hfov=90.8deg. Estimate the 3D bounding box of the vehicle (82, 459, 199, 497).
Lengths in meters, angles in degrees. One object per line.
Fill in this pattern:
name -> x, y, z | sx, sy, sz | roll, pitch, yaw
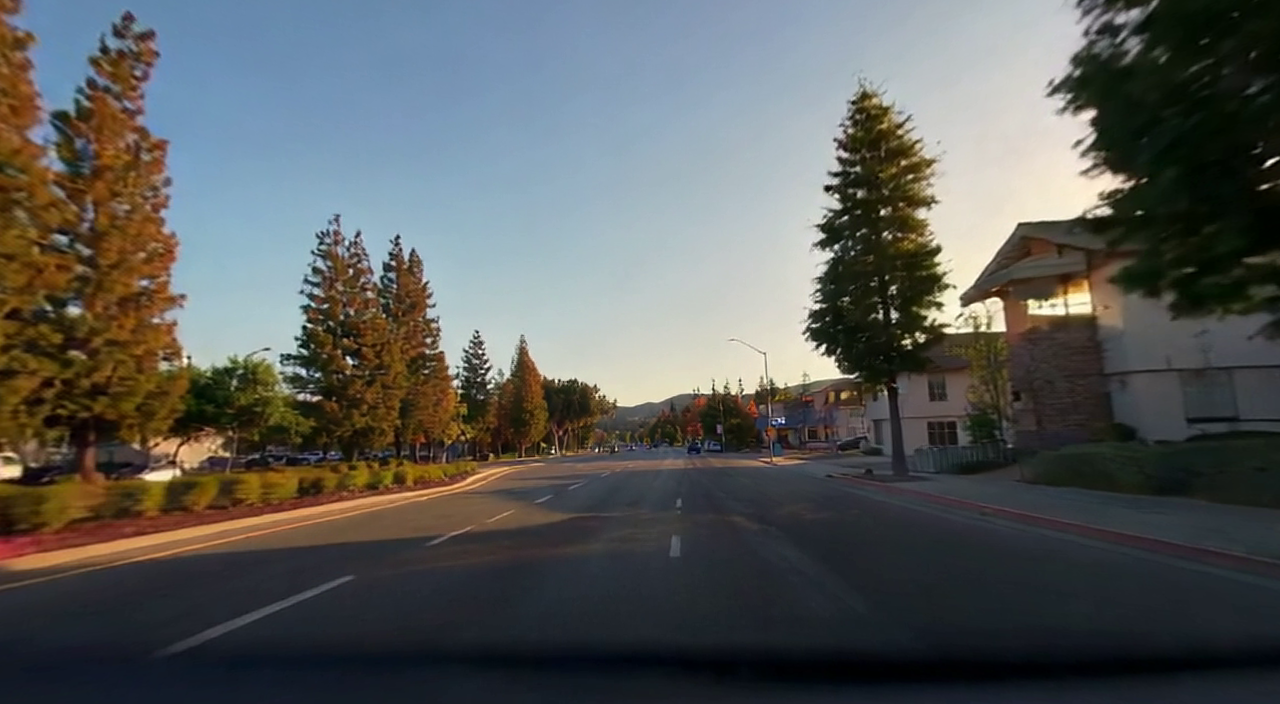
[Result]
vehicle -> -22.165, 5.574, 28.258 | 1.618, 1.425, 4.159 | -1, -9, 4
